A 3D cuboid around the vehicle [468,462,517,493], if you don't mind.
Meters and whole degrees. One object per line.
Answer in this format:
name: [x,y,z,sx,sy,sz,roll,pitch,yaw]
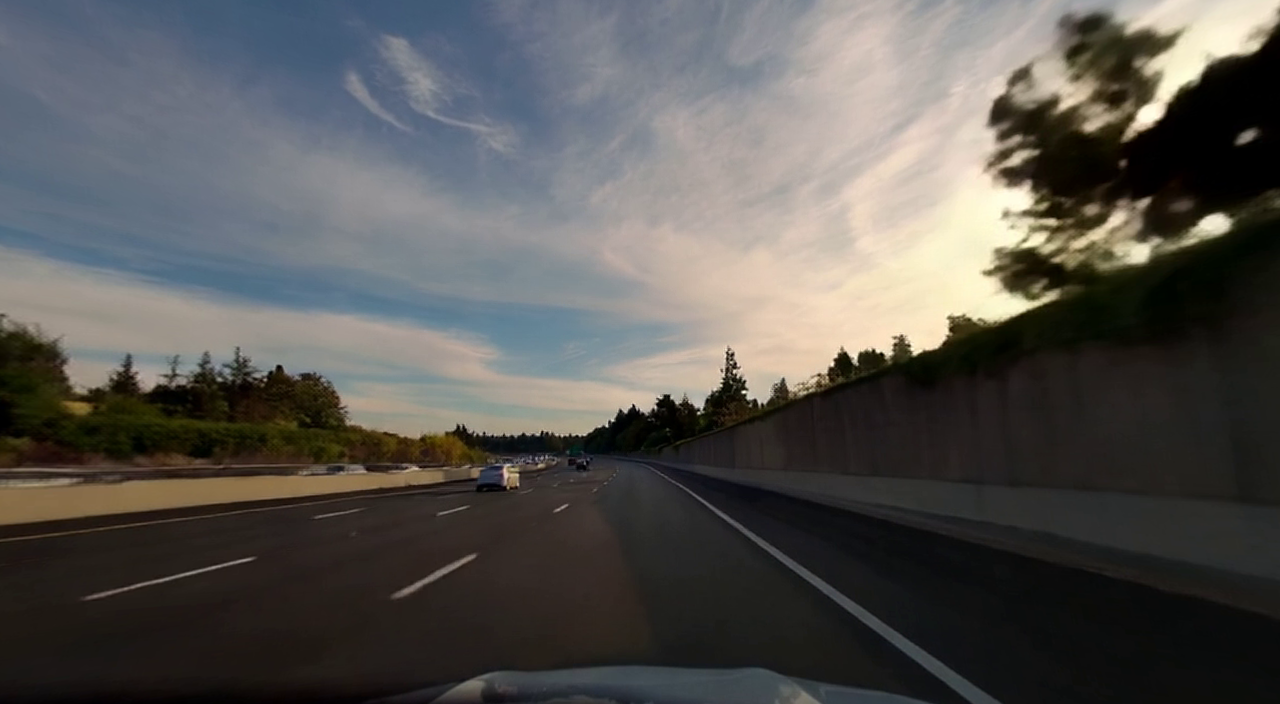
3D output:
vehicle: [-7.794,6.680,33.659,1.742,1.494,3.795,-1,-10,-1]
